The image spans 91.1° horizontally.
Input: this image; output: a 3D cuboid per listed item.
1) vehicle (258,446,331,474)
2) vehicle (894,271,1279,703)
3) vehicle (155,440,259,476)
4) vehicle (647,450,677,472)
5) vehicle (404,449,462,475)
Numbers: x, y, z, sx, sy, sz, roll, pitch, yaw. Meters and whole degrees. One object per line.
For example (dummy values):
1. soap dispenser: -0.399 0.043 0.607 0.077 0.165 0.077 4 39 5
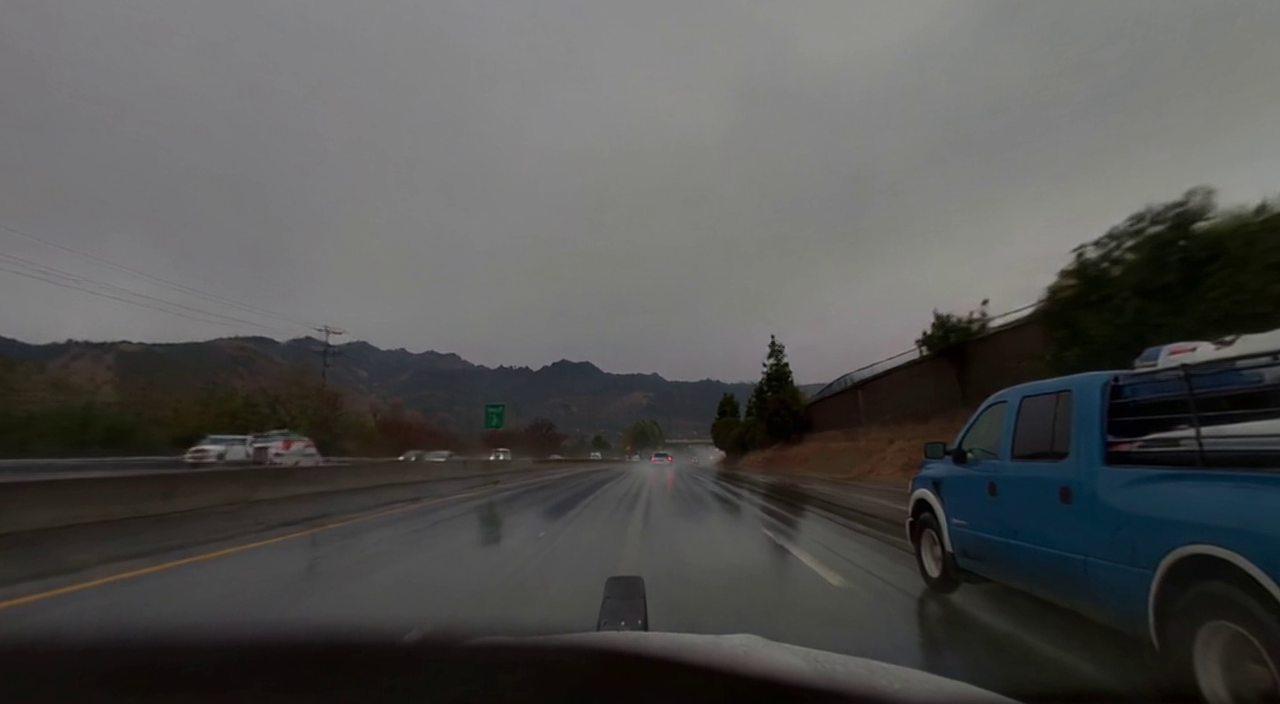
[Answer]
1. vehicle: -24.301 7.621 44.391 2.079 1.838 5.011 -1 -9 3
2. vehicle: 4.015 0.897 3.443 2.538 2.228 6.370 0 -9 0
3. vehicle: -28.327 6.969 41.406 2.329 2.143 5.925 -1 -9 3
4. vehicle: 1.552 7.975 46.033 2.034 1.549 4.147 0 -9 0
5. vehicle: -13.830 7.384 42.262 2.071 1.614 4.863 -1 -9 2
